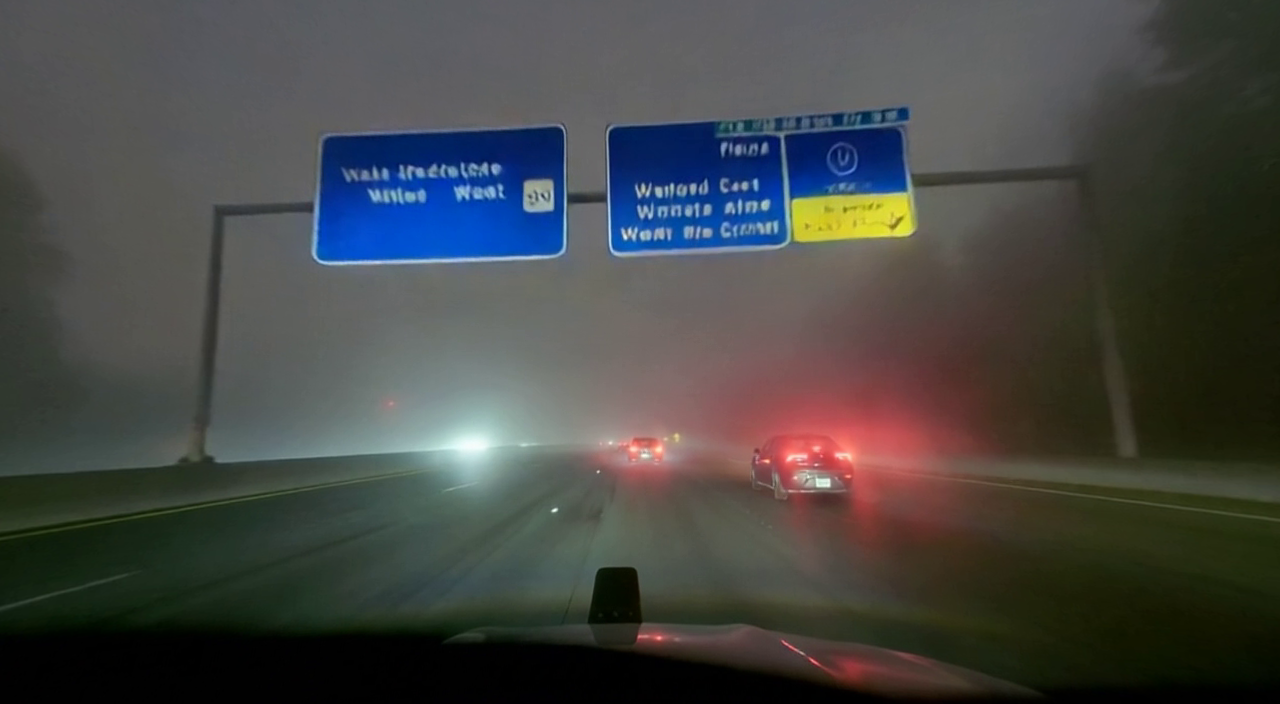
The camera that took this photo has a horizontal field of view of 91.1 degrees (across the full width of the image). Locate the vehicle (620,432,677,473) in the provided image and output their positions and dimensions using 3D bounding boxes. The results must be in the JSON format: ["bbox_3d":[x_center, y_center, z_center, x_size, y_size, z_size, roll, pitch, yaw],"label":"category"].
[{"bbox_3d":[0.266,3.833,24.290,2.046,1.467,3.844,0,-8,-1],"label":"vehicle"}]
